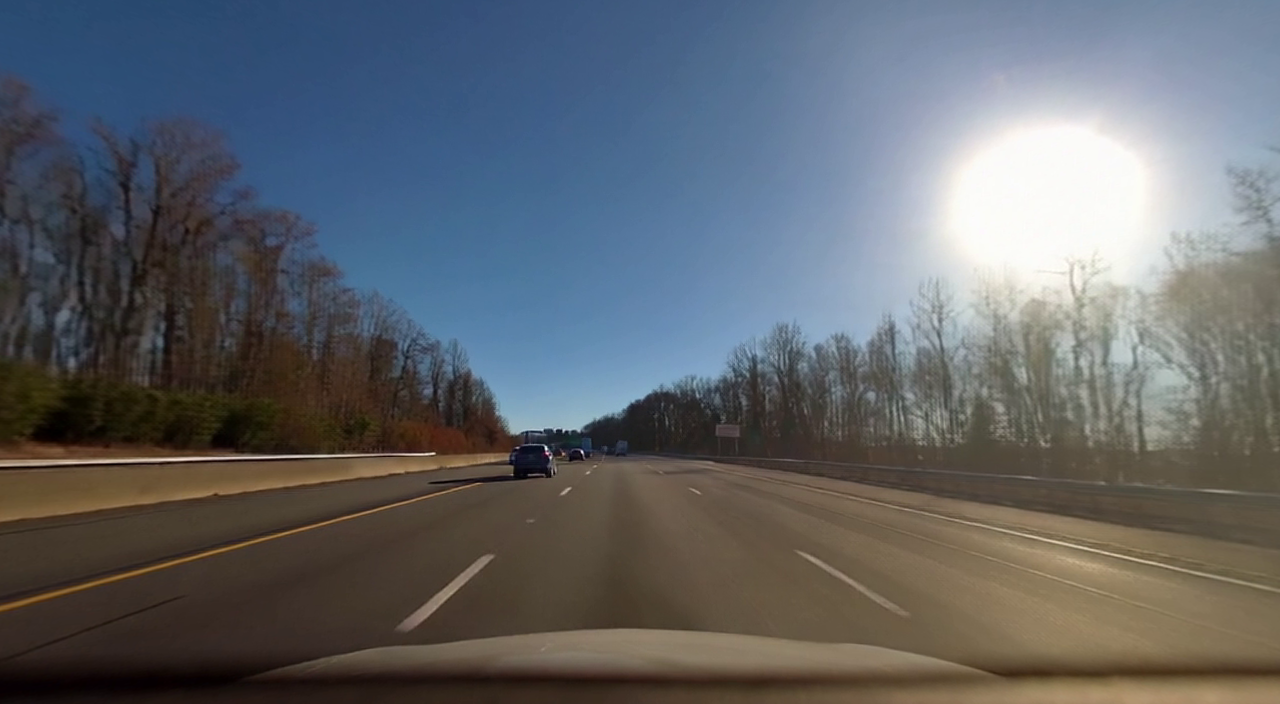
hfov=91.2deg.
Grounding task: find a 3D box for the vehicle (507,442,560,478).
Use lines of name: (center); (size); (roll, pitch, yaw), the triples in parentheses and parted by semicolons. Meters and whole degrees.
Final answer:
vehicle: (-5.433, 5.535, 32.474); (2.151, 1.693, 4.201); (0, -9, -2)
